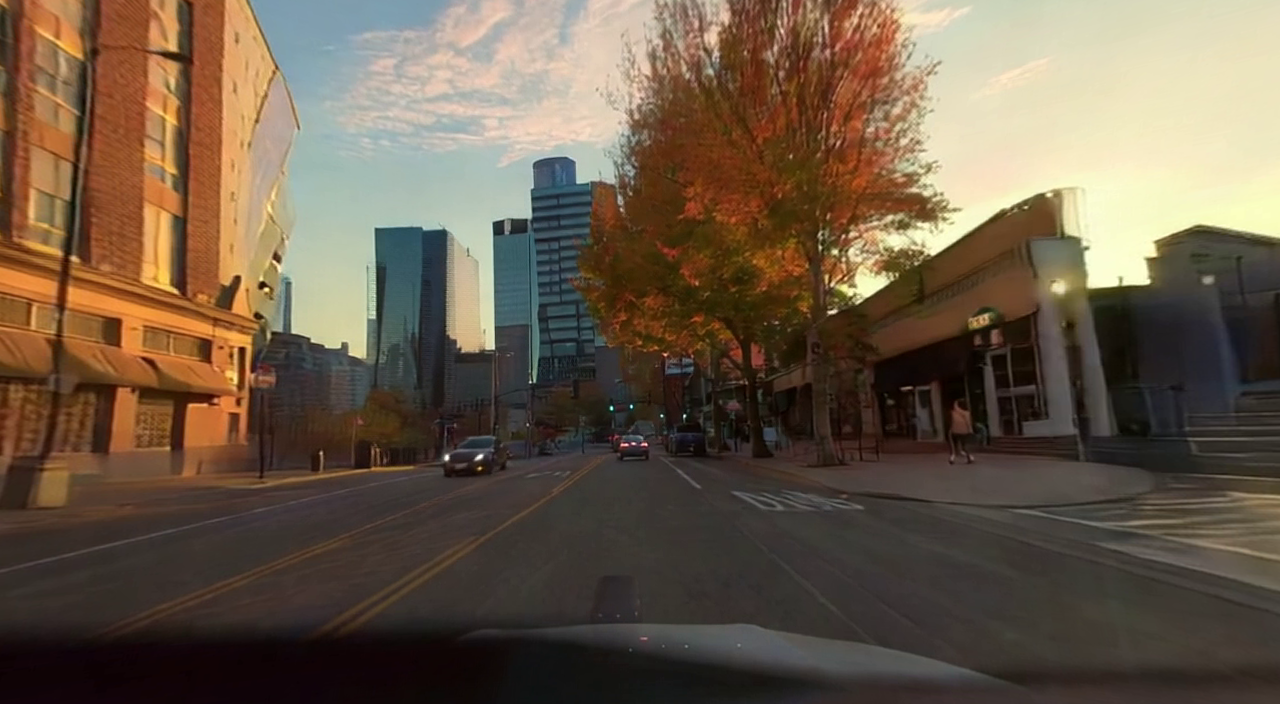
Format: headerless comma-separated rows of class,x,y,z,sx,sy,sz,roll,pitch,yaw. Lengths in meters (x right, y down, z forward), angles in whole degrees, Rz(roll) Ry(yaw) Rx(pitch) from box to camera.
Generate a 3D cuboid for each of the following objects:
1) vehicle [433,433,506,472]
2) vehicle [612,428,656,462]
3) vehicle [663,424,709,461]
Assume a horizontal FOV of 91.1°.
vehicle,-7.024,4.157,26.436,2.121,1.489,4.430,1,-8,-4
vehicle,-0.363,5.007,34.093,2.274,1.736,4.083,0,-8,-2
vehicle,2.582,5.188,36.200,2.147,1.968,4.478,0,-8,-2
